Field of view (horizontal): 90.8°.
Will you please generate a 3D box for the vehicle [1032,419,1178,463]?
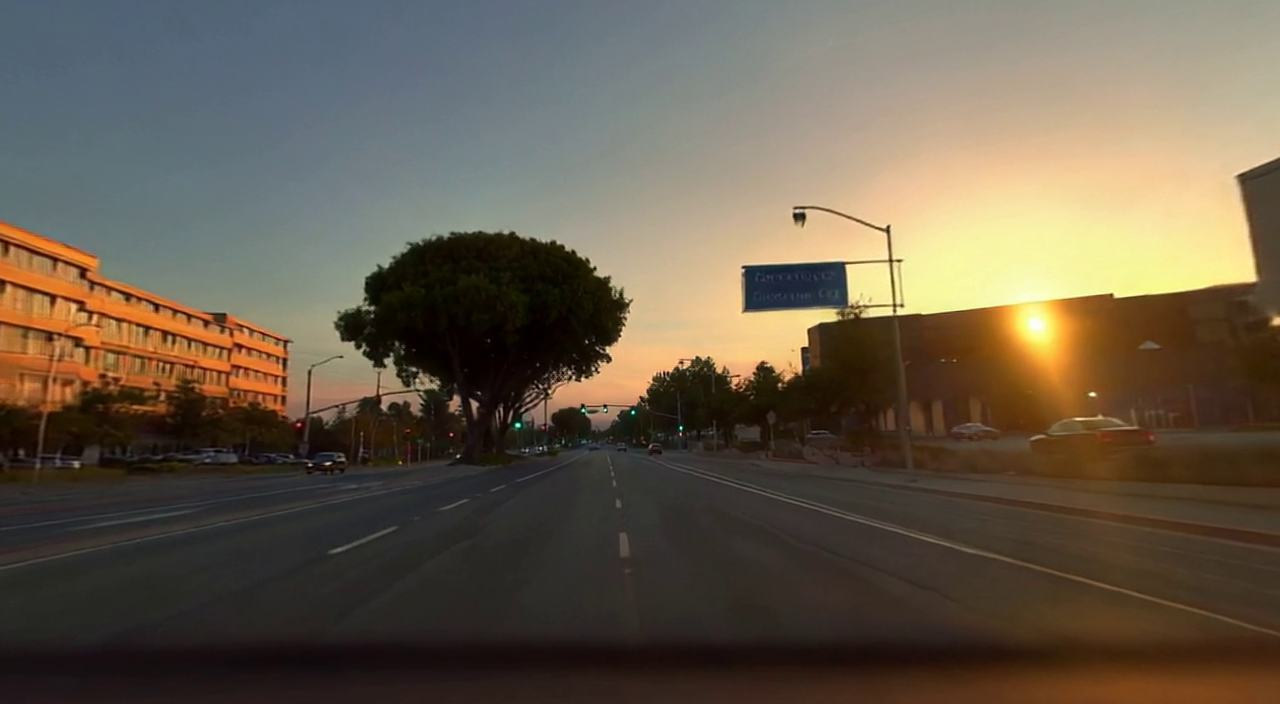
[{"bbox_3d":[16.931,3.287,23.344,1.812,1.467,4.411,0,-8,-4],"label":"vehicle"}]
